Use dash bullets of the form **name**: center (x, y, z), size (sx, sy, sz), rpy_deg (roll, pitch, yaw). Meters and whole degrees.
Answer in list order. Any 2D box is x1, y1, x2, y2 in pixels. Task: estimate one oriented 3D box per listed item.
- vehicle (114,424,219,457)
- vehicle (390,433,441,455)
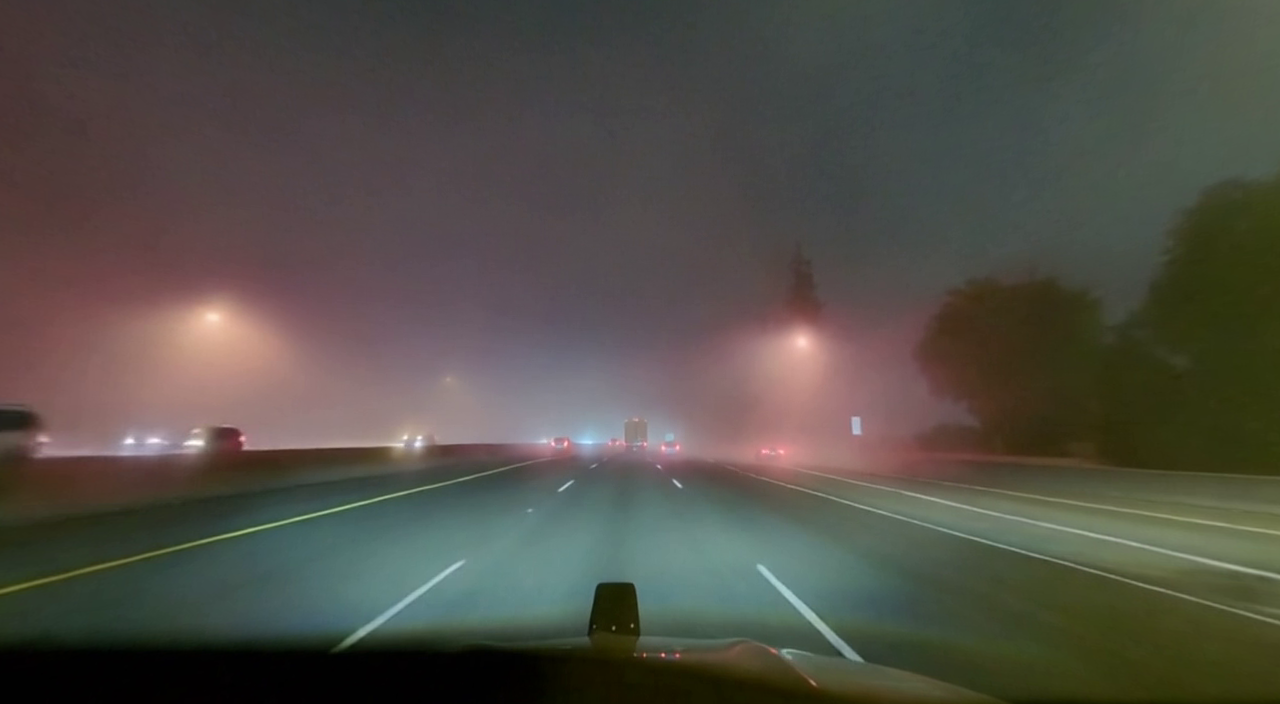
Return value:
- **vehicle**: center (-22.892, 4.298, 30.804), size (1.811, 1.489, 4.295), rpy_deg (1, -8, -1)
- **vehicle**: center (-15.977, 6.556, 45.246), size (1.982, 1.473, 4.656), rpy_deg (1, -8, 0)
